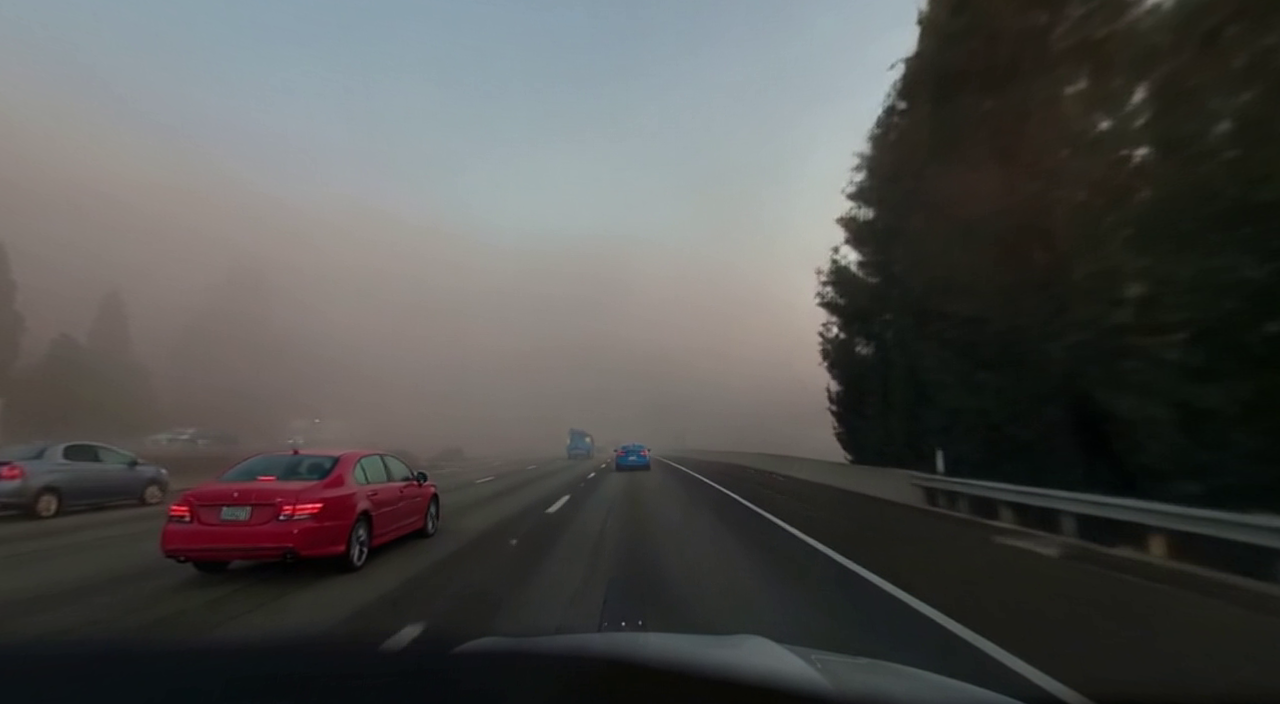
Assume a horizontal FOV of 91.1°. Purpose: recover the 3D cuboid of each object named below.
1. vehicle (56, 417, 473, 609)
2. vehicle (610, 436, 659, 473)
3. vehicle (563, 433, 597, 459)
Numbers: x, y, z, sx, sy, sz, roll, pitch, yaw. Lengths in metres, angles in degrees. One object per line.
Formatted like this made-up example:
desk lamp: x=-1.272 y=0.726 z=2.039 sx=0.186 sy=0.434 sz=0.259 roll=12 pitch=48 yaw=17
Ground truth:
vehicle: x=-3.612 y=1.615 z=7.358 sx=2.035 sy=1.514 sz=4.600 roll=0 pitch=-8 yaw=0
vehicle: x=-0.274 y=4.390 z=27.038 sx=1.954 sy=1.460 sz=3.983 roll=0 pitch=-8 yaw=-1
vehicle: x=-4.355 y=6.931 z=46.307 sx=2.174 sy=1.806 sz=3.932 roll=0 pitch=-8 yaw=-1
